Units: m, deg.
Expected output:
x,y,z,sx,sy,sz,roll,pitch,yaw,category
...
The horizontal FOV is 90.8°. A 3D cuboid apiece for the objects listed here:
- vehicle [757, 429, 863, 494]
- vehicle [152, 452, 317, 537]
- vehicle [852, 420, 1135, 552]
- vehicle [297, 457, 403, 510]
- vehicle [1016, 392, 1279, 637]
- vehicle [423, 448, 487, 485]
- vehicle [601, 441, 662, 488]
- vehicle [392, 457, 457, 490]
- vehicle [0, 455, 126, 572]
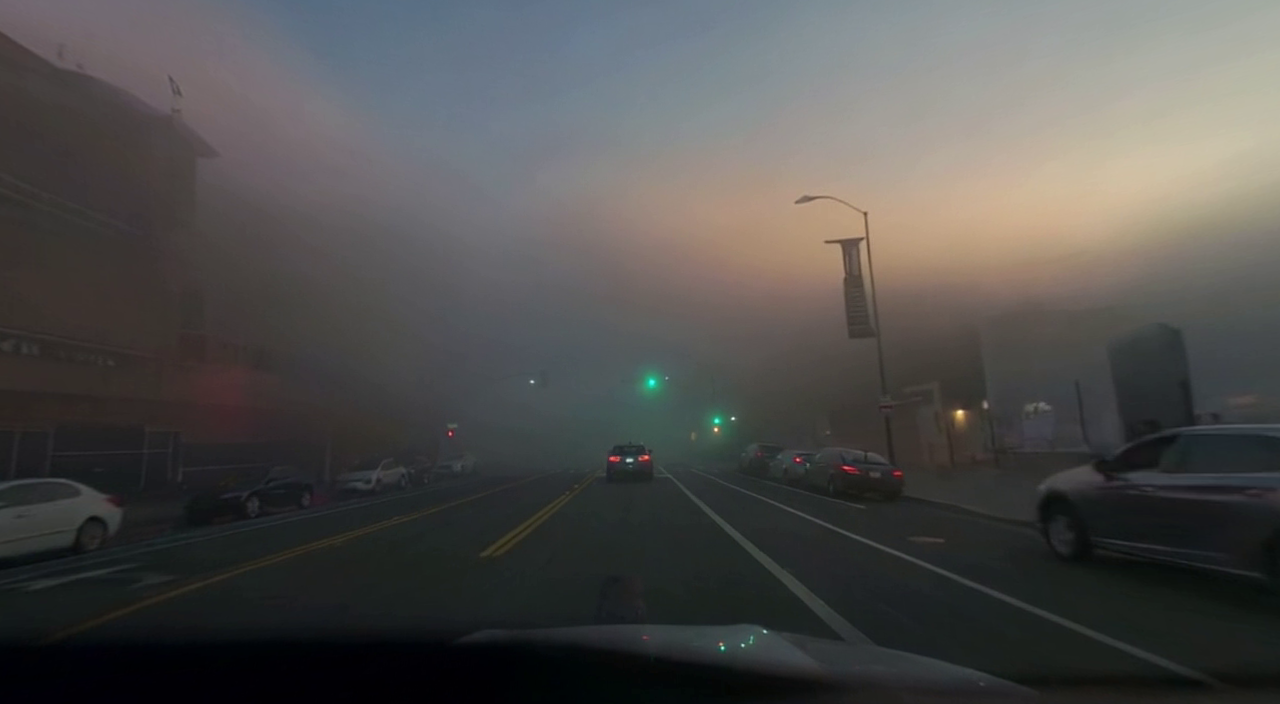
x,y,z,sx,sy,sz,roll,pitch,yaw,category
5.666,3.731,21.837,2.201,1.972,4.845,0,-9,-1,vehicle
-11.419,3.949,18.250,1.872,1.731,4.656,-4,-6,-2,vehicle
5.823,2.261,11.504,1.957,1.806,5.369,0,-9,-1,vehicle
-11.213,5.074,24.831,1.920,1.498,4.591,-5,-6,2,vehicle
5.702,1.320,5.492,1.950,1.788,4.658,0,-9,0,vehicle
-11.380,7.047,39.365,2.240,2.052,5.872,0,-9,0,vehicle
-0.319,4.179,23.740,2.086,1.575,4.205,0,-9,-1,vehicle
-11.203,6.334,33.148,1.868,1.502,4.626,0,-9,-1,vehicle
-11.207,2.769,10.335,2.055,1.685,4.370,-5,-6,-1,vehicle
